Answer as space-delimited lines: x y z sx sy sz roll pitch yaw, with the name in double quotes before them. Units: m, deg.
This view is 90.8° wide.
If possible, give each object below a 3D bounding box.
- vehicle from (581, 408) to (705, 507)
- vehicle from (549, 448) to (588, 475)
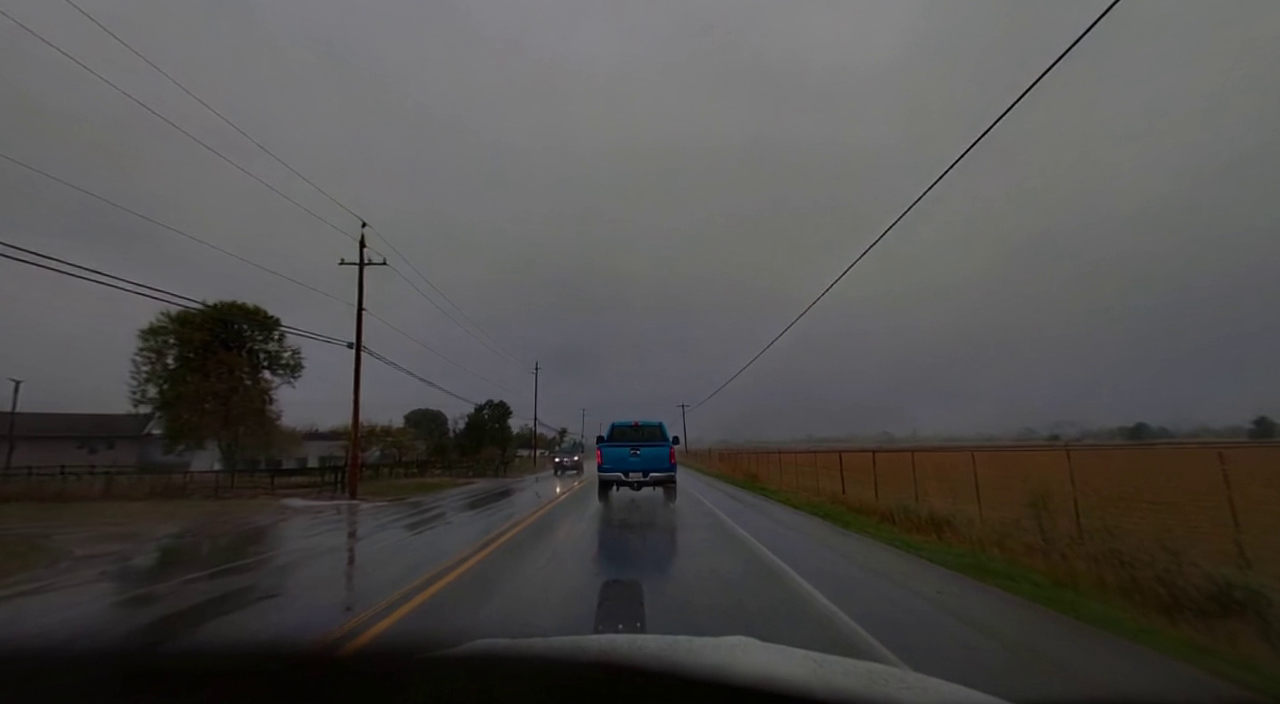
"vehicle" -0.016 3.020 18.559 2.912 2.320 7.292 0 -8 -1
"vehicle" -4.277 6.614 38.364 1.853 1.473 4.256 0 -8 0
